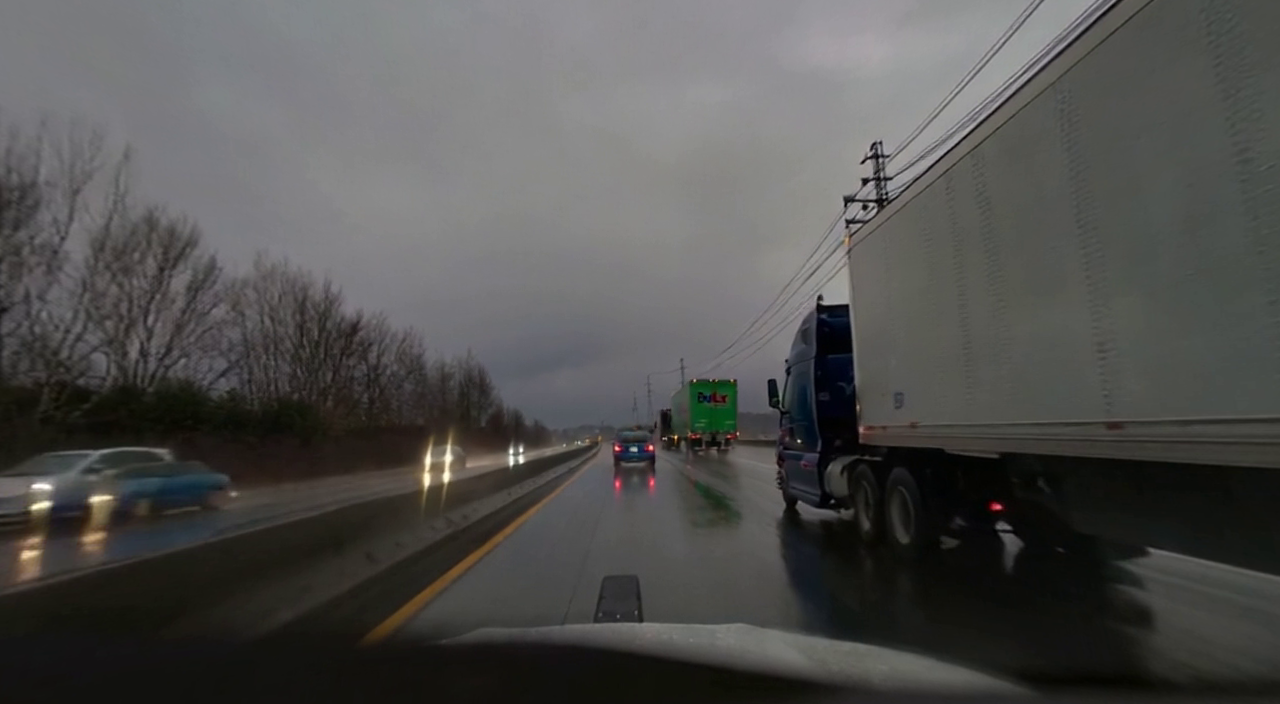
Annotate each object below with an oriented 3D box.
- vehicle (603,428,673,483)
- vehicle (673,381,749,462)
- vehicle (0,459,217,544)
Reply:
[{"bbox_3d":[-0.128,3.297,20.394,2.062,1.581,3.914,0,-8,-2],"label":"vehicle"},{"bbox_3d":[3.615,3.943,34.613,2.835,3.872,8.916,0,-8,-2],"label":"vehicle"},{"bbox_3d":[-12.760,3.513,15.388,2.066,1.614,4.246,0,-8,-4],"label":"vehicle"}]
